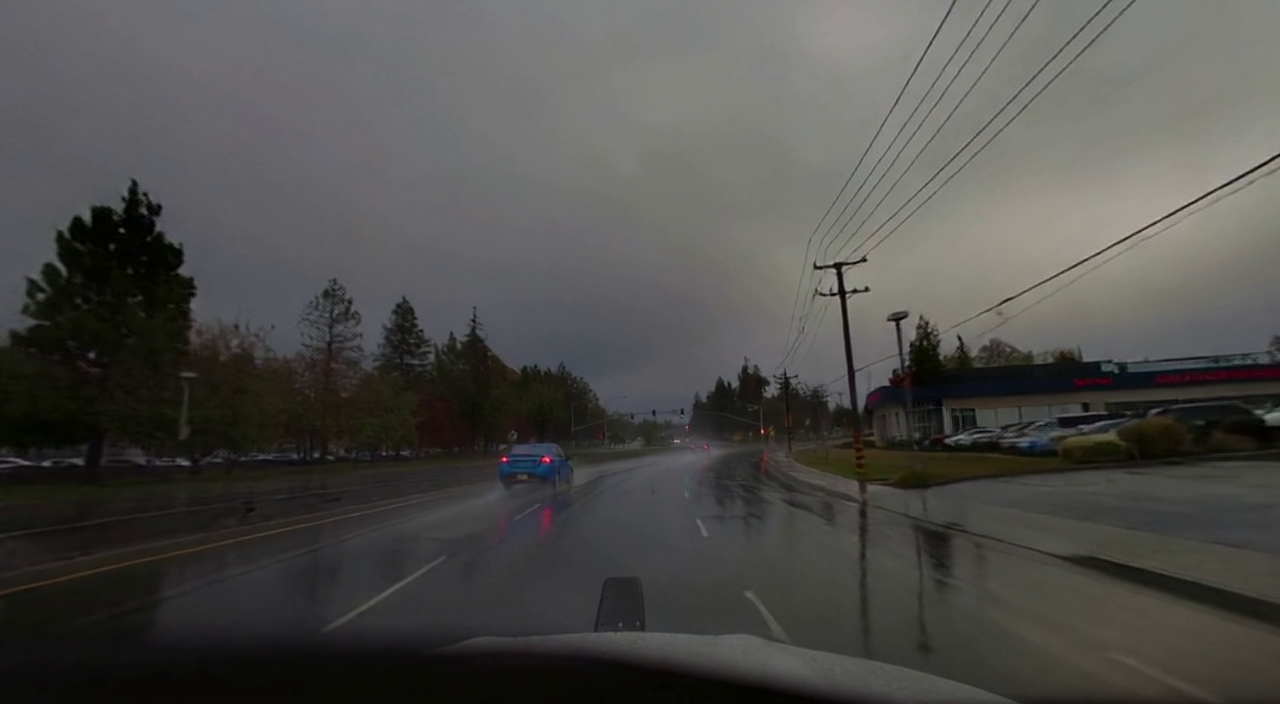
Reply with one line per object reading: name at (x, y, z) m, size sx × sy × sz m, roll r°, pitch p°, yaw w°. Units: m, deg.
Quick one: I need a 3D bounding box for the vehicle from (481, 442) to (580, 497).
vehicle at (-3.245, 3.587, 19.717) m, size 1.928 × 1.488 × 4.635 m, roll -1°, pitch -8°, yaw 4°
